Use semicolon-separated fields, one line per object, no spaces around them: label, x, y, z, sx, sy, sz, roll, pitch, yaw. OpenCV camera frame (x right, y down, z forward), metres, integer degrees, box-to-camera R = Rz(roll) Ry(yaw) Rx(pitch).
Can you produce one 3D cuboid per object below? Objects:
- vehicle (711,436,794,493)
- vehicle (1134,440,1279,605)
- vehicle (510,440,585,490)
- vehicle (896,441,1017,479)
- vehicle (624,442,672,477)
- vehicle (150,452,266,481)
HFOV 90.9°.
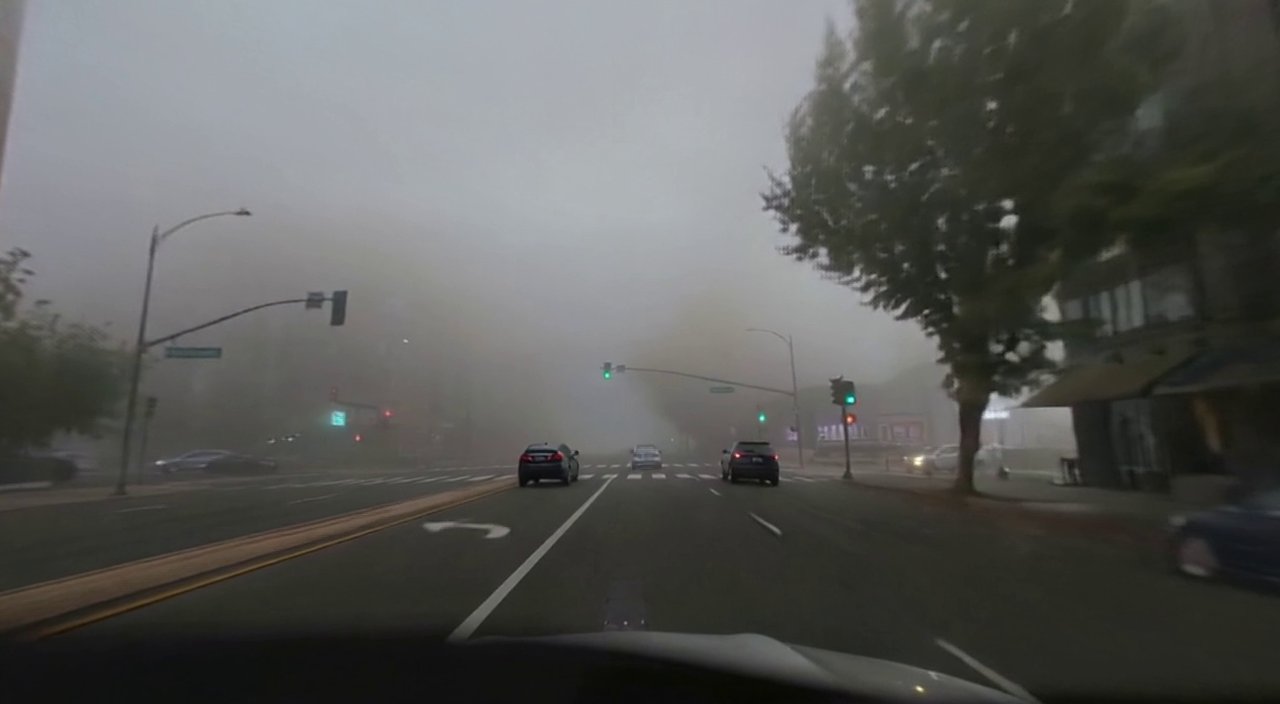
vehicle;3.510;3.578;20.392;1.987;1.637;3.896;0;-9;0
vehicle;6.859;1.475;5.235;2.022;1.491;4.194;0;-9;-1
vehicle;-3.027;3.784;21.488;1.860;1.510;4.073;0;-9;1
vehicle;15.783;5.394;31.632;4.921;1.841;1.957;0;-9;1
vehicle;0.361;5.017;29.651;2.103;1.468;4.094;0;-9;0
vehicle;-23.668;6.267;34.669;4.890;1.514;1.908;0;-9;-1
